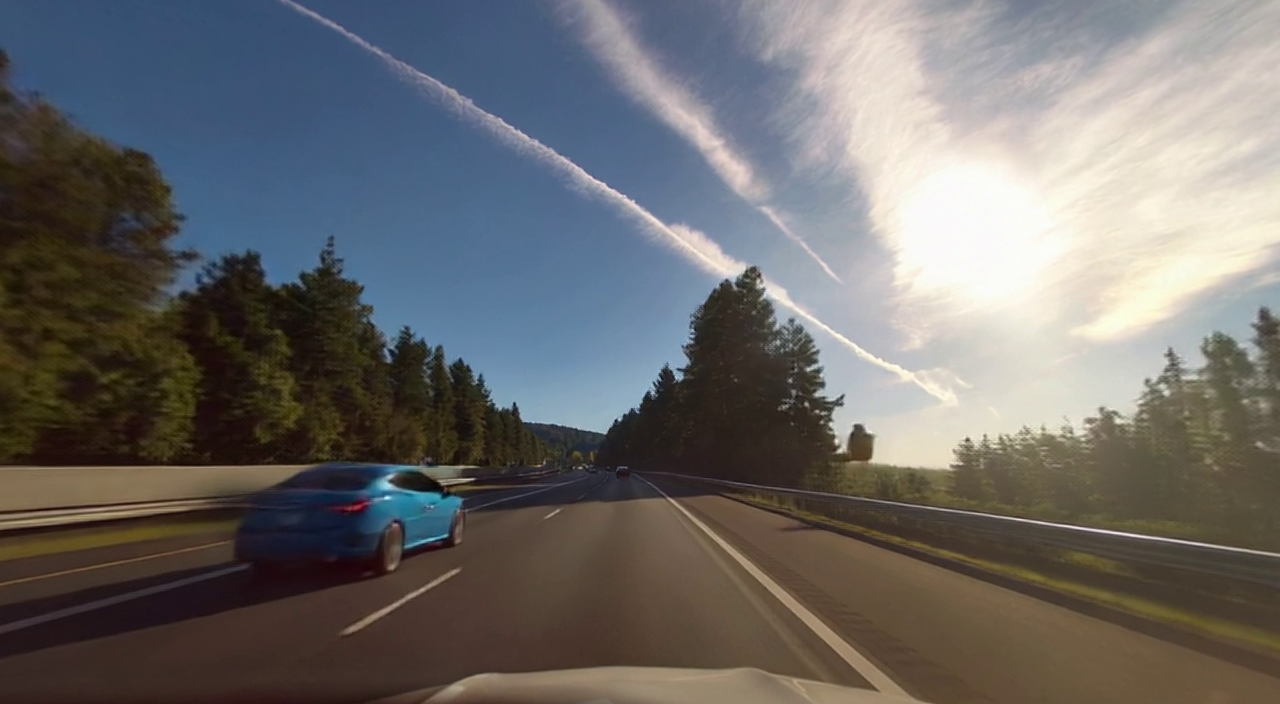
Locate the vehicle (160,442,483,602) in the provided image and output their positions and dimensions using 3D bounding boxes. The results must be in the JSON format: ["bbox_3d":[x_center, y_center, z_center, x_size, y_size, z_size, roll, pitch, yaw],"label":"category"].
[{"bbox_3d":[-3.500,1.969,7.914,2.040,1.465,3.744,1,-11,0],"label":"vehicle"}]
